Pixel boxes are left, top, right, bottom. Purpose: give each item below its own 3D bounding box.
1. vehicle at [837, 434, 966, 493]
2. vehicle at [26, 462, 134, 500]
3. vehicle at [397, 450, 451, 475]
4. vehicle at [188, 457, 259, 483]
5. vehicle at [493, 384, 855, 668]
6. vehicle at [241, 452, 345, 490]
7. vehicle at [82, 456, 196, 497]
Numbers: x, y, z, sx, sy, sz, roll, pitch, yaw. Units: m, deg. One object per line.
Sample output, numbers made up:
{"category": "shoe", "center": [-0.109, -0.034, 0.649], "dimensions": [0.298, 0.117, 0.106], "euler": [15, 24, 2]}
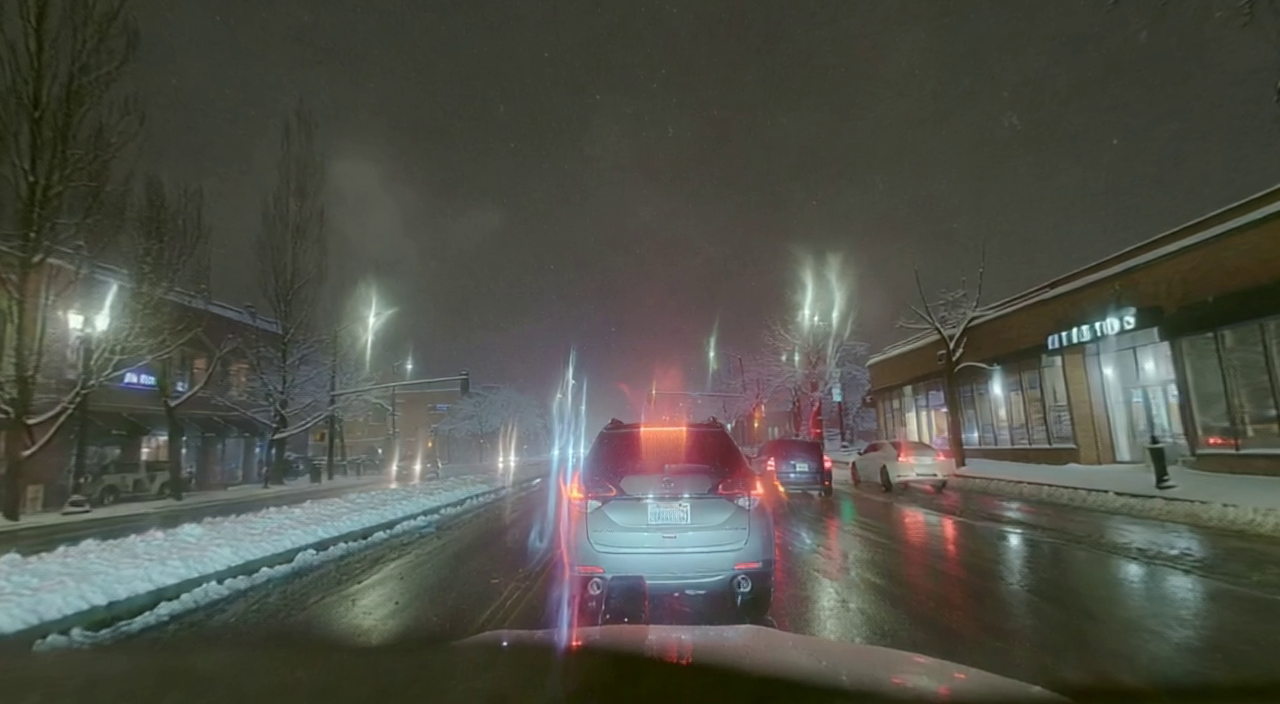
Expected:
{"category": "vehicle", "center": [7.286, 3.129, 18.104], "dimensions": [1.914, 1.470, 4.213], "euler": [0, -8, 0]}
{"category": "vehicle", "center": [-28.640, 6.603, 32.440], "dimensions": [2.018, 1.716, 4.042], "euler": [-1, -10, -5]}
{"category": "vehicle", "center": [-13.605, 6.979, 39.963], "dimensions": [1.991, 1.486, 3.844], "euler": [0, -8, 1]}
{"category": "vehicle", "center": [-27.883, 7.874, 42.379], "dimensions": [1.861, 1.578, 4.152], "euler": [0, -8, 1]}
{"category": "vehicle", "center": [0.203, 1.309, 5.739], "dimensions": [2.125, 1.669, 3.880], "euler": [0, -8, 0]}
{"category": "vehicle", "center": [-17.093, 5.857, 31.377], "dimensions": [1.981, 1.659, 4.608], "euler": [-2, -8, 10]}
{"category": "vehicle", "center": [-25.845, 6.401, 32.783], "dimensions": [2.026, 1.808, 4.835], "euler": [0, -8, -2]}
